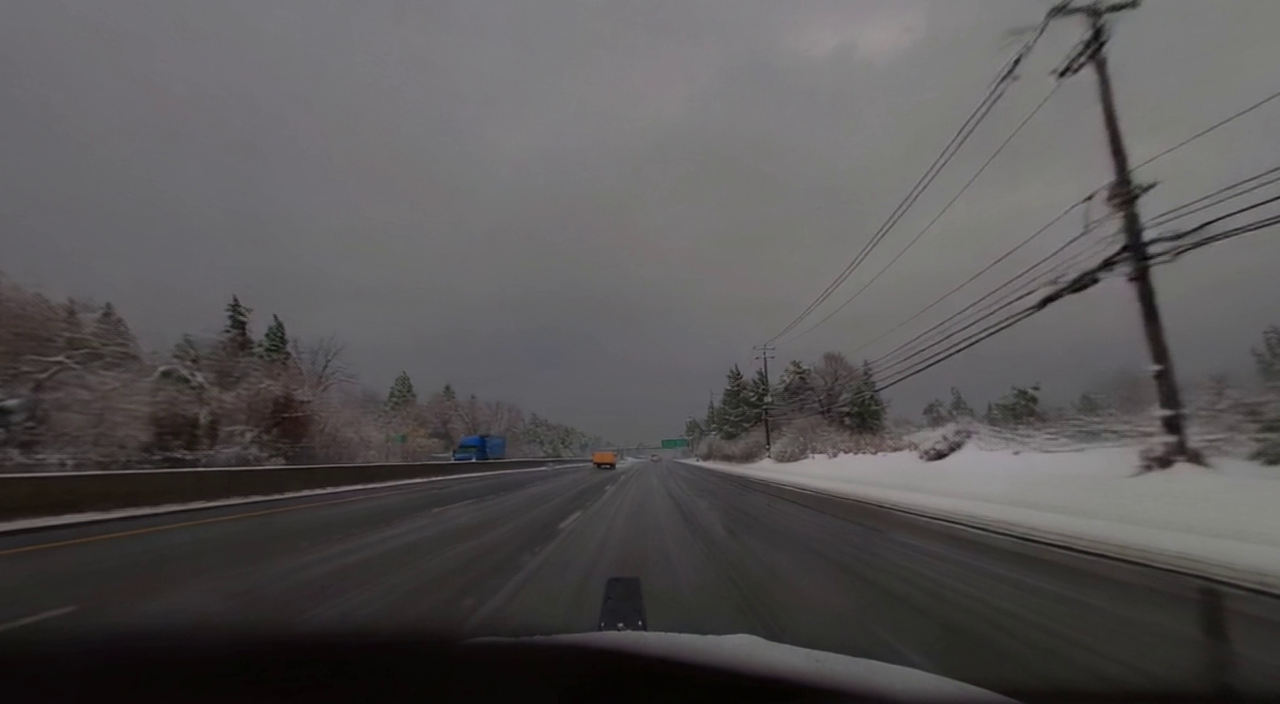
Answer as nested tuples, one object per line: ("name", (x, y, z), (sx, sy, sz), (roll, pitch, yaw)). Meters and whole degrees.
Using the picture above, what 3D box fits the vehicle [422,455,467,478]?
("vehicle", (-14.051, 8.225, 45.410), (1.920, 1.524, 3.716), (0, -9, 3))
